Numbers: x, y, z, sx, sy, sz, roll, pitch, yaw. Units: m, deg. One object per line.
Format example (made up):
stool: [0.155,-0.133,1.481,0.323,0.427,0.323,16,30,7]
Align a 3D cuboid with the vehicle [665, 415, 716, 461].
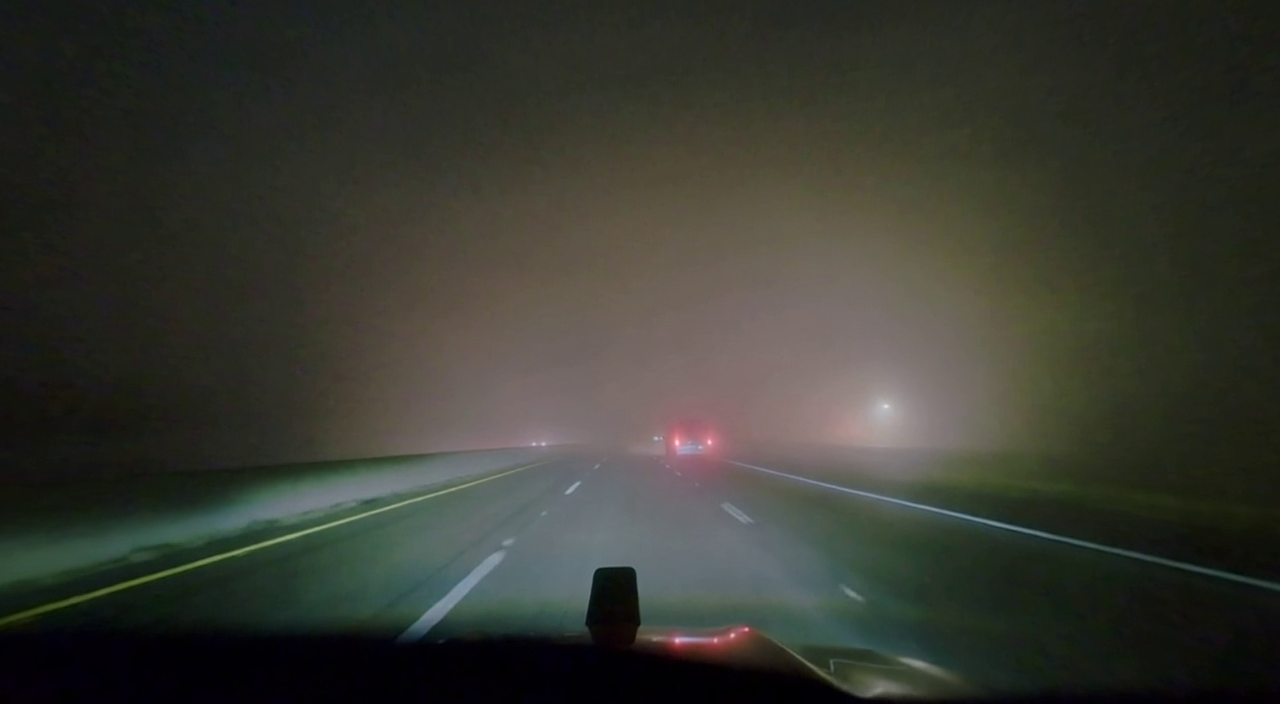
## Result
vehicle: [3.141,5.611,40.928,2.431,2.667,6.921,0,-8,-2]
